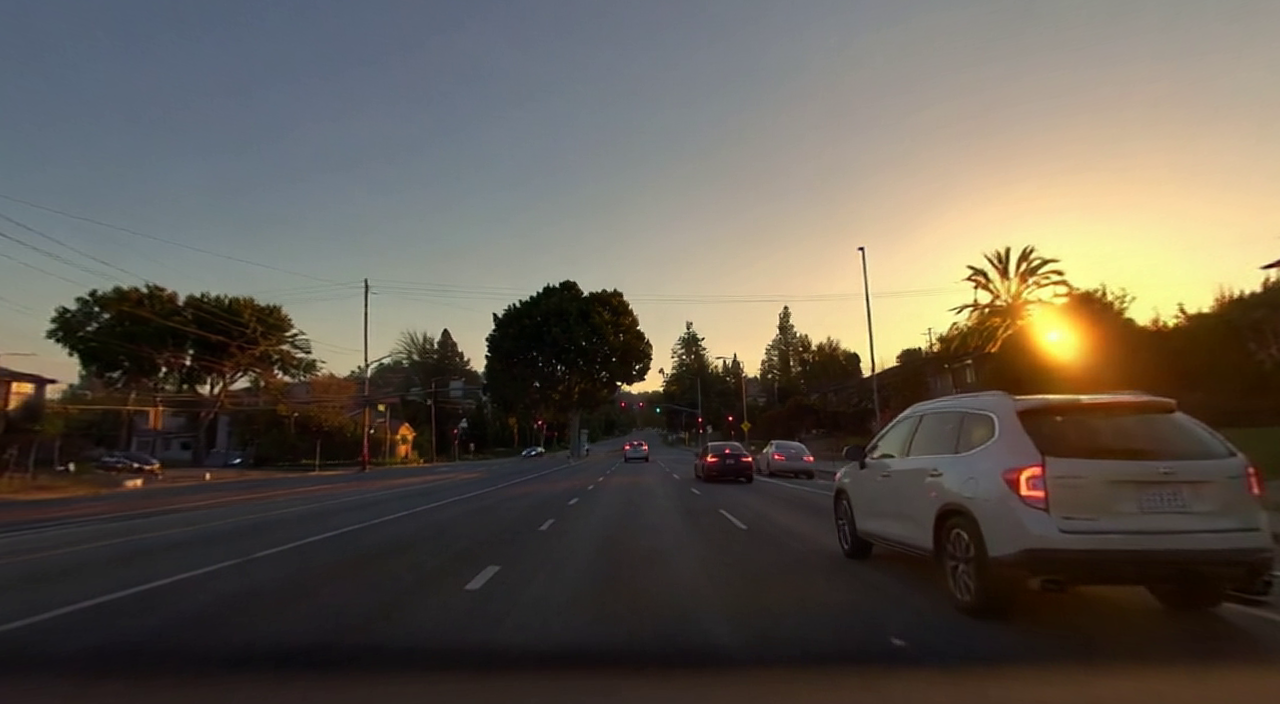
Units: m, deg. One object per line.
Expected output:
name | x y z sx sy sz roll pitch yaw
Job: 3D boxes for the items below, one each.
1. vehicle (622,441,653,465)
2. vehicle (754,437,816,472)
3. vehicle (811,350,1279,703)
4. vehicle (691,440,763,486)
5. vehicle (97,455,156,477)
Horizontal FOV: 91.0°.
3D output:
vehicle | -0.205 7.271 45.488 2.146 1.685 4.003 0 -8 0
vehicle | 7.596 5.424 33.486 2.172 1.745 4.608 0 -8 0
vehicle | 3.170 1.199 5.272 2.129 1.761 4.610 0 -8 0
vehicle | 2.964 3.886 22.332 1.889 1.451 4.180 0 -8 -1
vehicle | -38.437 8.488 47.069 4.260 1.501 1.892 -5 -10 30
